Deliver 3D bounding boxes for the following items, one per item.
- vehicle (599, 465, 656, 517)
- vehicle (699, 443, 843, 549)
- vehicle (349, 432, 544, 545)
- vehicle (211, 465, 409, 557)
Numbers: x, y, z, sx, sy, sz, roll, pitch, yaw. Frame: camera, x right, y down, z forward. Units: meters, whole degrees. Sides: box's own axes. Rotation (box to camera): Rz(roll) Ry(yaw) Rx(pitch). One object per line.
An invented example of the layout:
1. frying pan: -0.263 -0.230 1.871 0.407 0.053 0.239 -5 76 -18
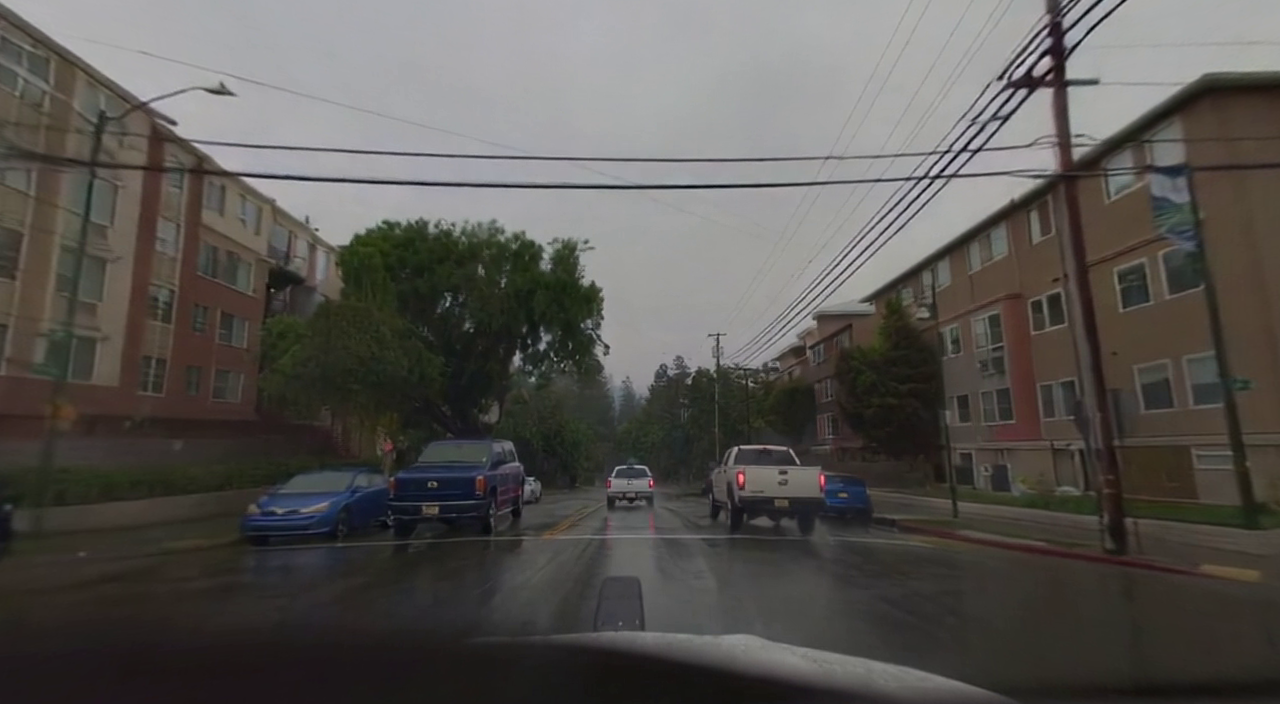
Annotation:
1. vehicle: -0.472 6.199 27.826 2.308 1.940 4.125 -1 -16 1
2. vehicle: 2.634 3.002 14.046 2.027 1.907 4.736 0 -8 -2
3. vehicle: -3.682 2.848 13.610 2.330 1.859 6.068 0 -11 -1
4. vehicle: -6.665 3.207 13.429 1.881 1.464 4.379 0 -8 -1
